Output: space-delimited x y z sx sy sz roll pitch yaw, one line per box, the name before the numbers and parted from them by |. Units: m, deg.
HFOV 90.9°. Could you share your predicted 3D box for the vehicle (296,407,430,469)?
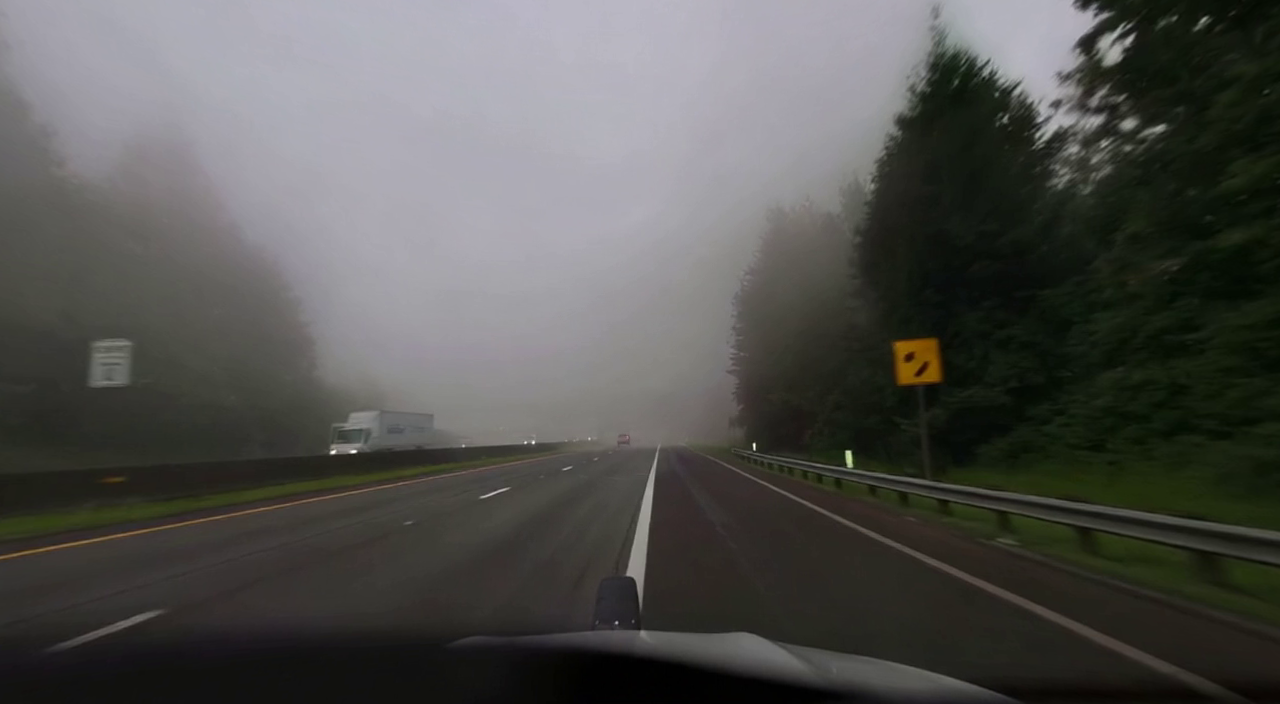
vehicle | -16.669 5.359 39.323 3.161 3.320 10.997 0 -8 1
